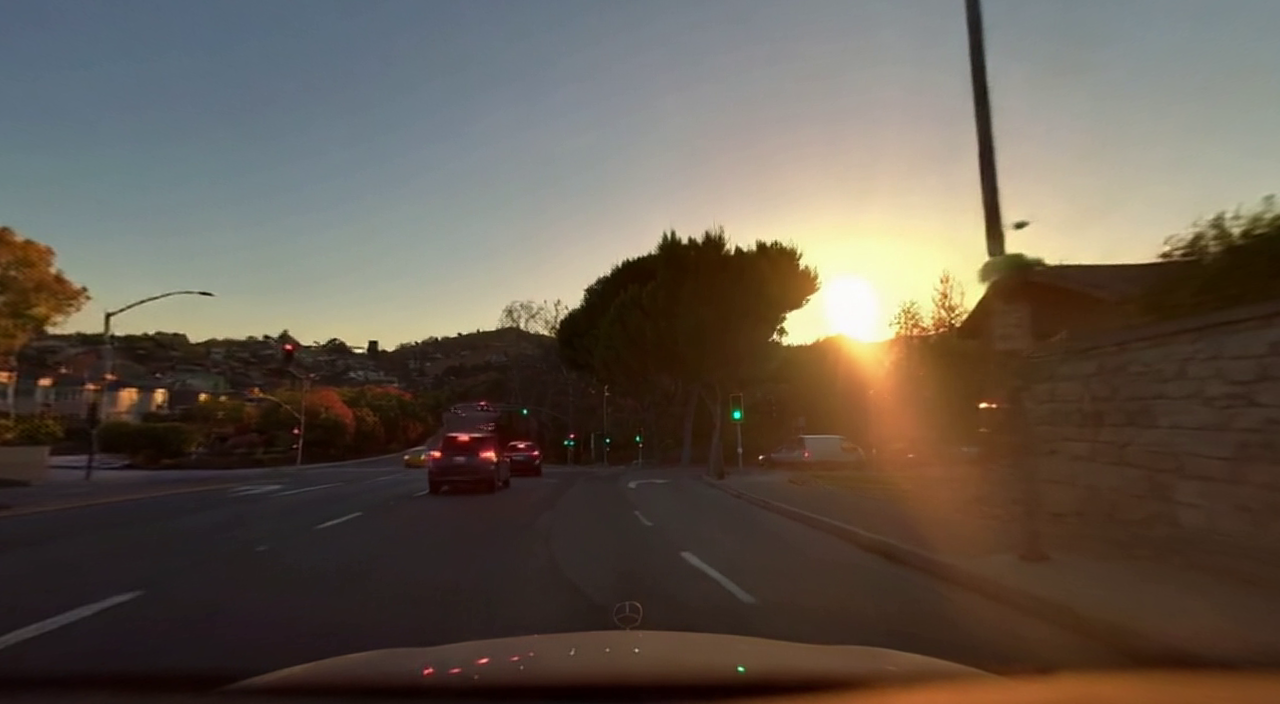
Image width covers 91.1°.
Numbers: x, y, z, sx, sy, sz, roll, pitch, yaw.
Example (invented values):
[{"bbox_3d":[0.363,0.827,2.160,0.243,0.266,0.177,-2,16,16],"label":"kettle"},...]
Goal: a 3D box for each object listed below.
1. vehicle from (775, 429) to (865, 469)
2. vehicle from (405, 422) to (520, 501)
[{"bbox_3d":[13.292,7.174,46.341,6.269,2.785,2.334,4,-9,-25],"label":"vehicle"},{"bbox_3d":[-4.603,2.908,17.042,2.152,1.822,4.391,1,-8,-5],"label":"vehicle"}]
